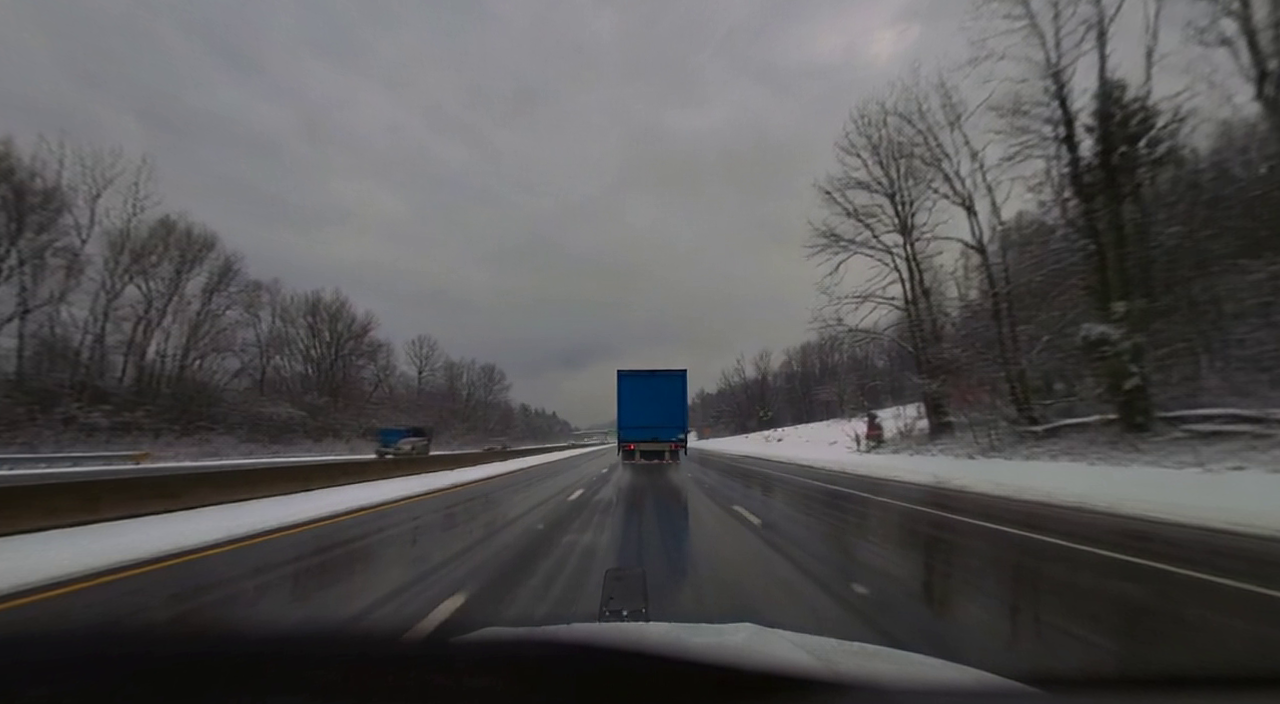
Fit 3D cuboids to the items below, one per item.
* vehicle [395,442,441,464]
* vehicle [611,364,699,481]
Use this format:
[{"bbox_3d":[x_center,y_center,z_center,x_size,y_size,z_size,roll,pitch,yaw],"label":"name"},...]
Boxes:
[{"bbox_3d":[-16.880,7.694,47.891,1.847,1.585,4.252,0,-8,1],"label":"vehicle"},{"bbox_3d":[0.566,3.179,26.930,3.010,4.039,10.481,0,-8,1],"label":"vehicle"}]
